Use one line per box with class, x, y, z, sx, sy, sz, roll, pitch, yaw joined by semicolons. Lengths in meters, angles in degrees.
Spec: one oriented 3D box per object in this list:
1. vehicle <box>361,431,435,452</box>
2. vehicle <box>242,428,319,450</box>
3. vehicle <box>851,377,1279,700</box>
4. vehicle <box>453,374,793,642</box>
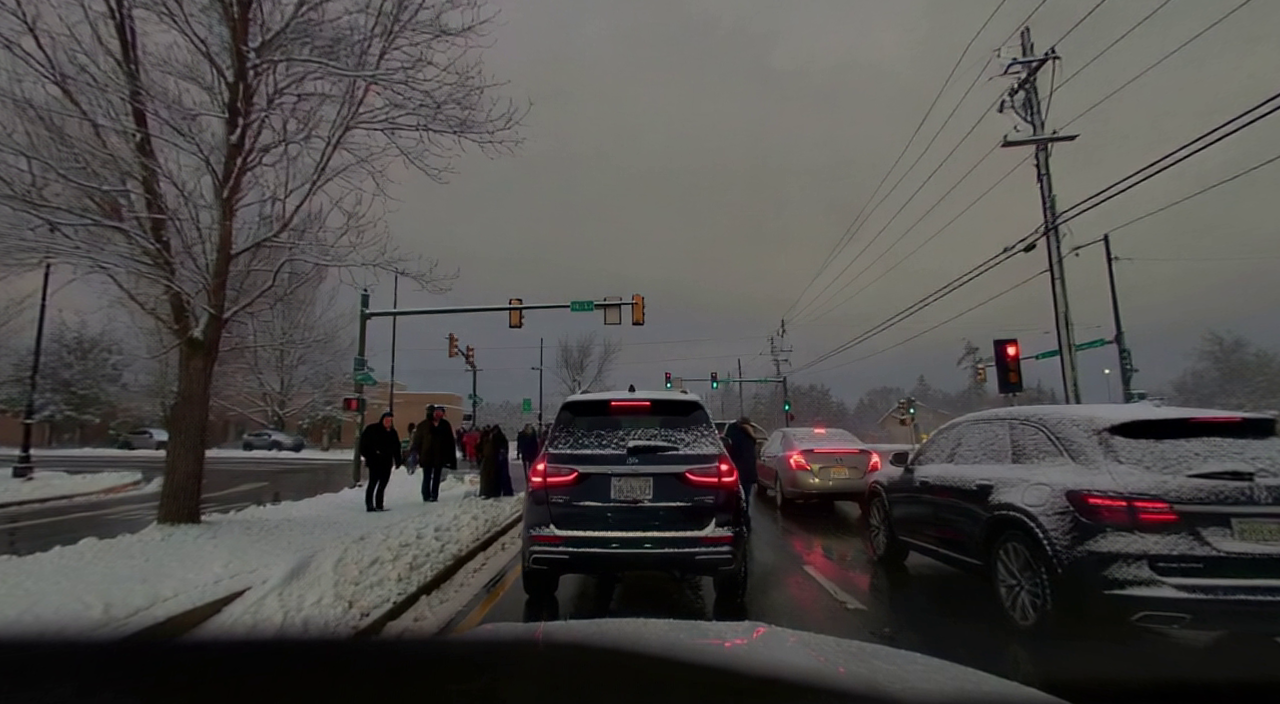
vehicle;-17.744;6.559;46.371;4.607;1.478;1.995;0;-8;0
vehicle;-26.846;6.534;47.223;4.587;1.639;1.878;0;-8;1
vehicle;3.560;1.289;5.564;1.948;1.677;4.437;0;-8;1
vehicle;-0.164;1.366;6.542;2.271;1.786;4.443;0;-8;-1
